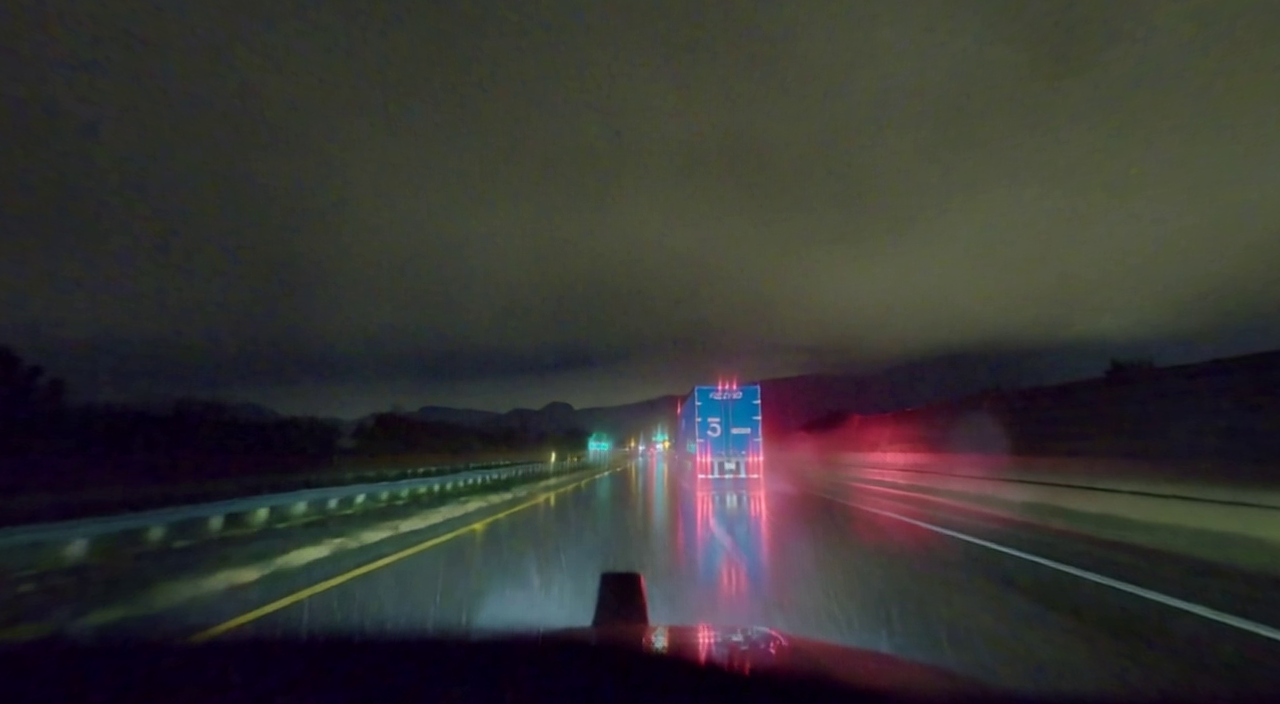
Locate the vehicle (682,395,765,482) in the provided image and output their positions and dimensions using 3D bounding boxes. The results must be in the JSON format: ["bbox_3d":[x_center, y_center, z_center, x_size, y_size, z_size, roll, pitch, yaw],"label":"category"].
[{"bbox_3d":[3.944,4.546,32.425,3.107,3.718,10.231,0,-9,1],"label":"vehicle"}]
